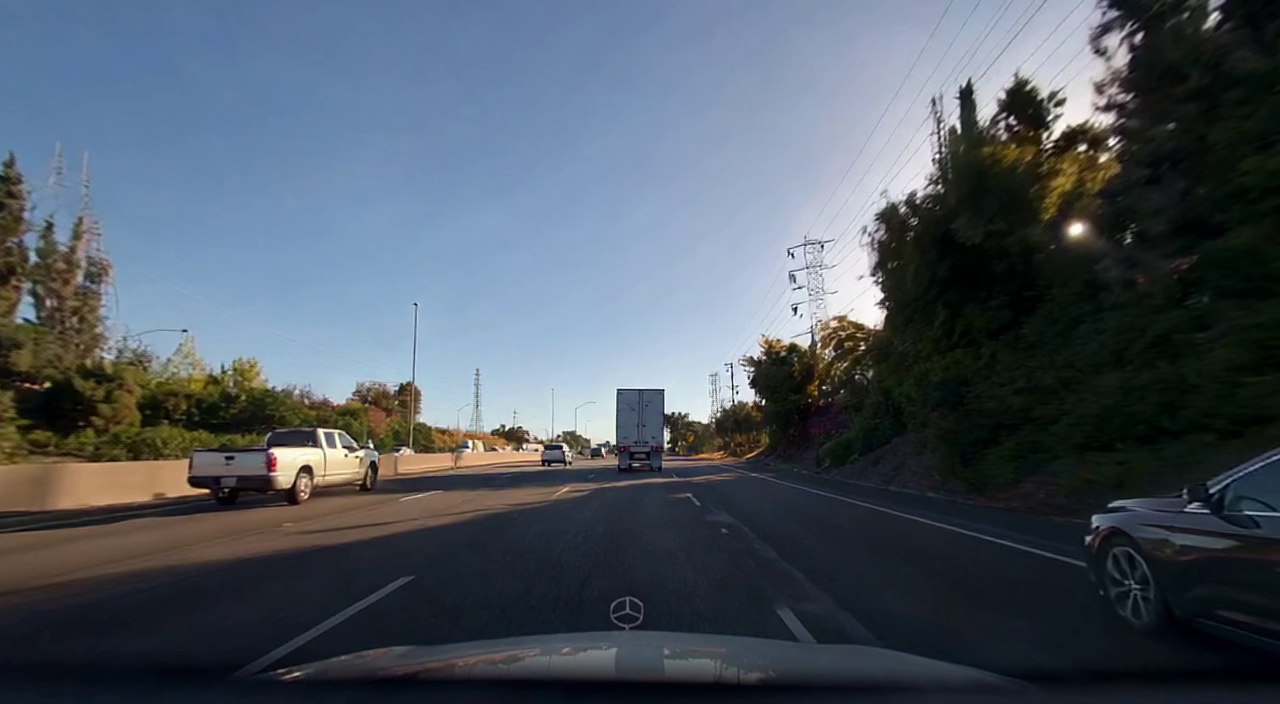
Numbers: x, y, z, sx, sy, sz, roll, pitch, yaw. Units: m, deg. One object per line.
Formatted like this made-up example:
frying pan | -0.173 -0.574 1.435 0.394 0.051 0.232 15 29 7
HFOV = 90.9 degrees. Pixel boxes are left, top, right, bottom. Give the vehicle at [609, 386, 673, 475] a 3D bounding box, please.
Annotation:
vehicle | 0.080 4.358 34.149 2.879 4.027 11.243 0 -8 0

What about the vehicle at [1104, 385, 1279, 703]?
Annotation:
vehicle | 3.452 0.637 0.634 2.118 1.525 5.138 0 -8 1

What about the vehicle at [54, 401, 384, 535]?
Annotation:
vehicle | -7.297 2.105 12.099 2.263 1.936 5.802 0 -8 1

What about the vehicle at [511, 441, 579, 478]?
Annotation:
vehicle | -4.046 4.680 27.779 2.138 1.469 4.677 0 -8 2
